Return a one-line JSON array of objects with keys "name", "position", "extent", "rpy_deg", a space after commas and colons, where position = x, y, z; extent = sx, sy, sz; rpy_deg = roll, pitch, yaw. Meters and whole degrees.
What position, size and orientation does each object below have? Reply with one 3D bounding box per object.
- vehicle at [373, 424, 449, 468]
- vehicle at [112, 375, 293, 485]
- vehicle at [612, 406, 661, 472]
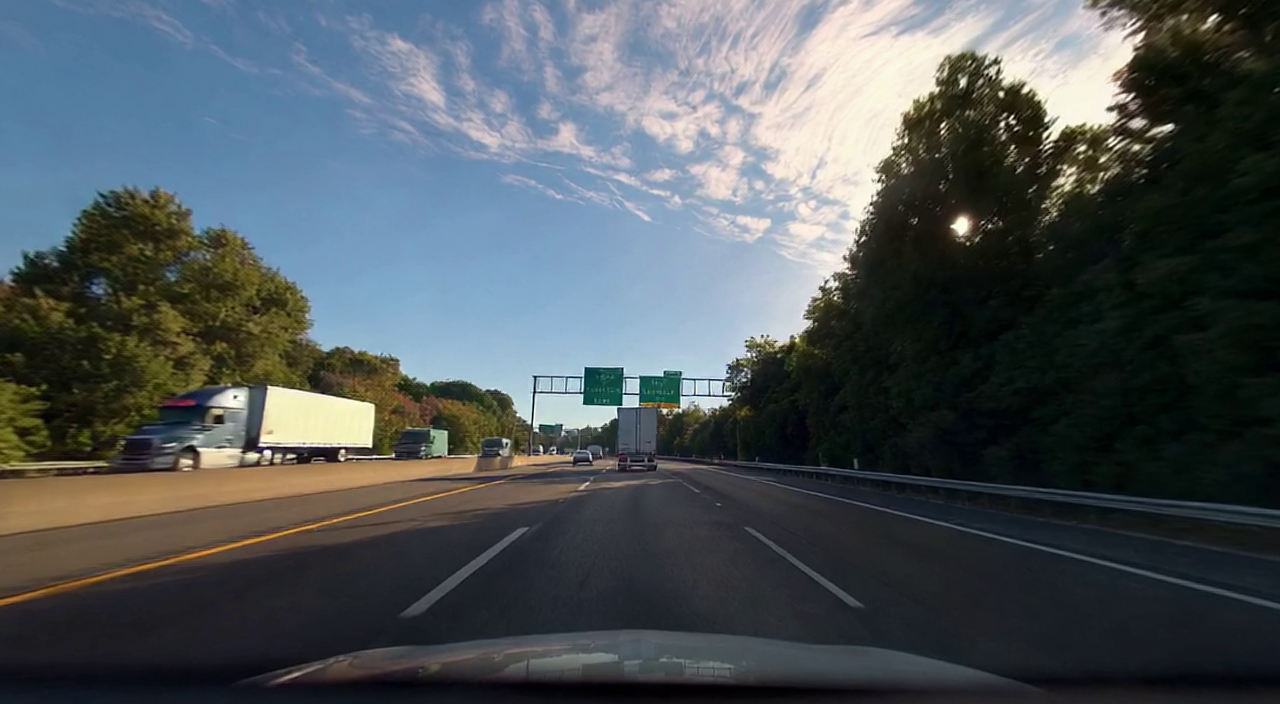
[{"name": "vehicle", "position": [-13.850, 5.795, 38.580], "extent": [2.459, 2.466, 5.747], "rpy_deg": [0, -9, 0]}, {"name": "vehicle", "position": [-17.498, 3.265, 25.855], "extent": [3.026, 3.995, 5.831], "rpy_deg": [0, -9, 0]}, {"name": "vehicle", "position": [-0.310, 6.065, 43.411], "extent": [2.962, 3.953, 10.696], "rpy_deg": [0, -9, -1]}]
